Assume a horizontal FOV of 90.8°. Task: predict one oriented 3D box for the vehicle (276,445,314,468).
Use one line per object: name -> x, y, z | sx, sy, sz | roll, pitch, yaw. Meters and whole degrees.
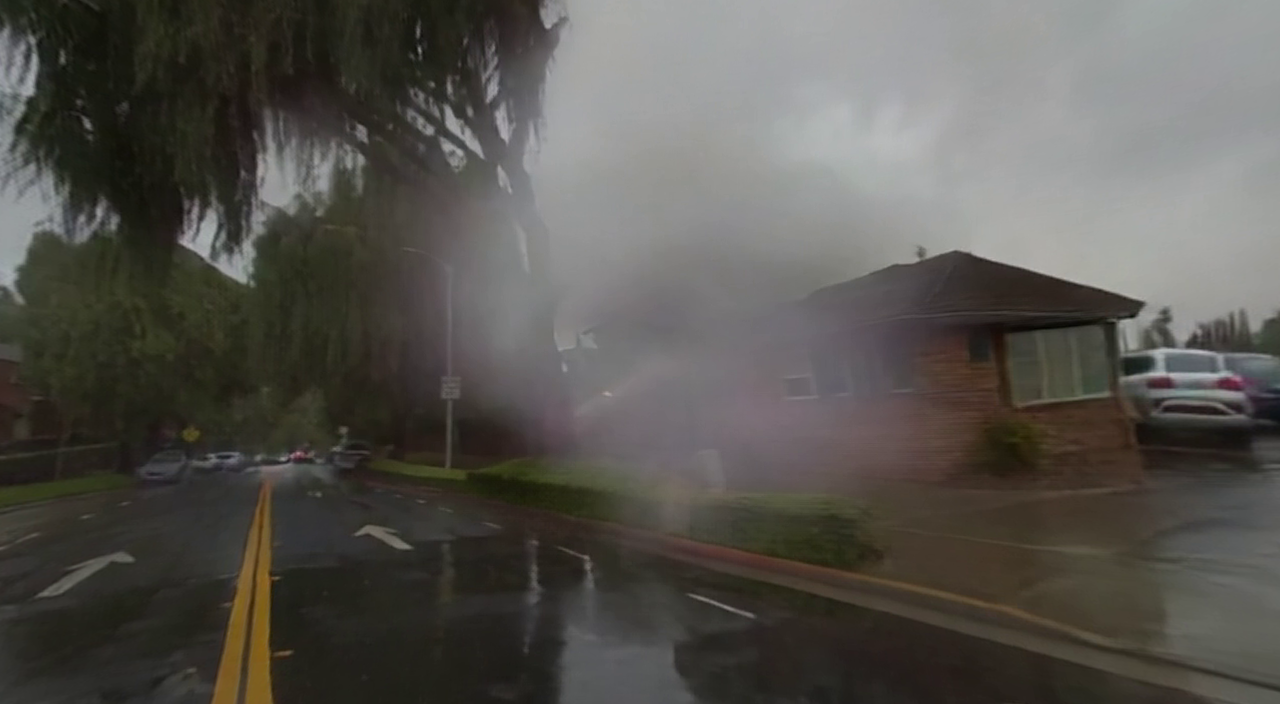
vehicle -> -23.840, 7.207, 43.645 | 2.067, 1.476, 4.256 | 5, -9, -28
